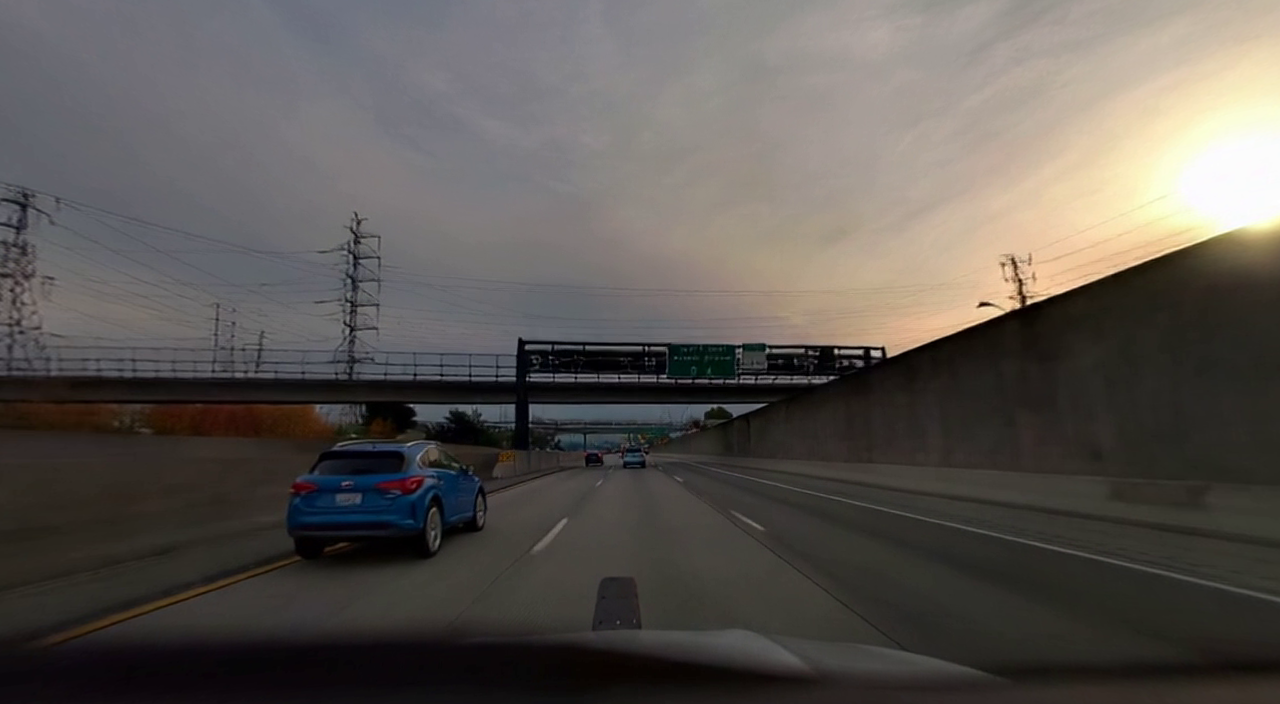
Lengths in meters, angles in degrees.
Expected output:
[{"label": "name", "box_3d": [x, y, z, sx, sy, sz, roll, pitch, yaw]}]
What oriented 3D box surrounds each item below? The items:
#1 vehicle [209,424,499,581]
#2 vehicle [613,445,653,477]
[{"label": "vehicle", "box_3d": [-3.332, 1.823, 8.353, 1.987, 1.548, 3.981, 0, -9, -1]}, {"label": "vehicle", "box_3d": [-0.365, 5.799, 33.559, 2.004, 1.615, 4.113, 0, -9, -1]}]
